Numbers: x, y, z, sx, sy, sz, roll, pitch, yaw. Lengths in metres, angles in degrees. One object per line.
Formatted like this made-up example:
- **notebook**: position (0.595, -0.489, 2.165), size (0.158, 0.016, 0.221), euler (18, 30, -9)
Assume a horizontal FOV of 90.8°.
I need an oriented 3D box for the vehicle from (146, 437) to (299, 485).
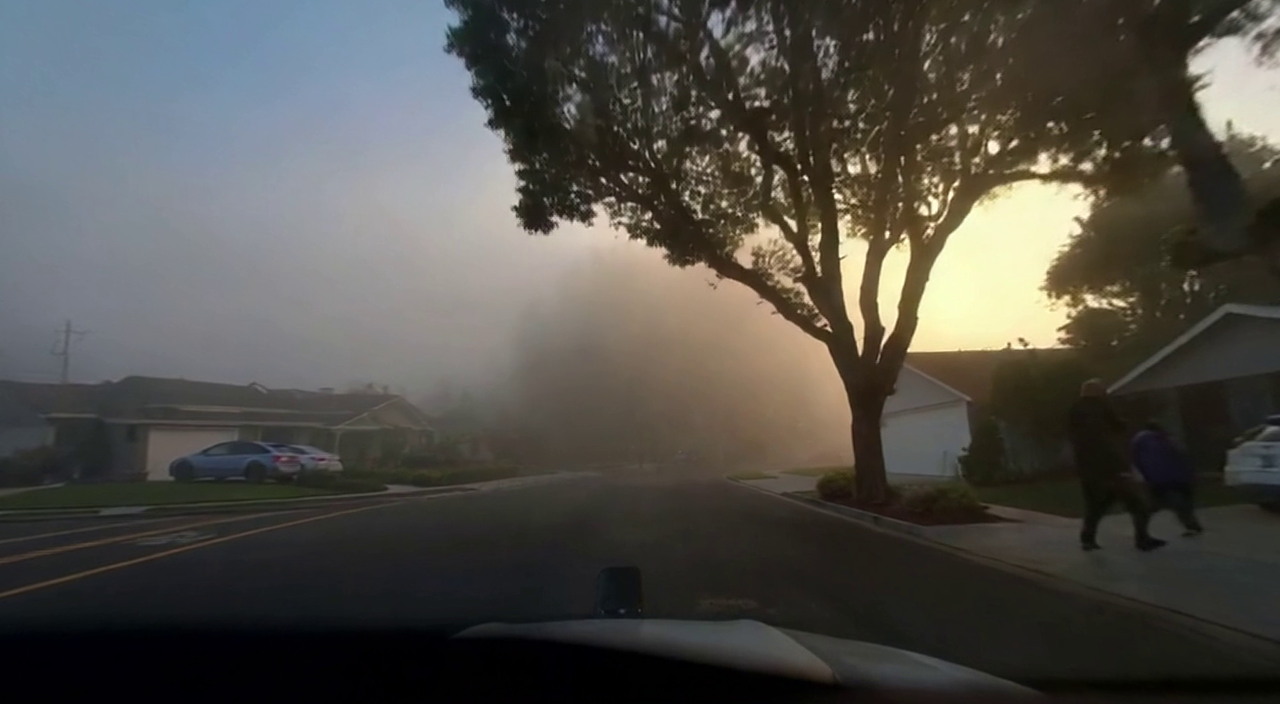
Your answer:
- **vehicle**: position (-16.685, 4.374, 25.475), size (4.581, 1.811, 2.145), euler (0, -9, -2)
